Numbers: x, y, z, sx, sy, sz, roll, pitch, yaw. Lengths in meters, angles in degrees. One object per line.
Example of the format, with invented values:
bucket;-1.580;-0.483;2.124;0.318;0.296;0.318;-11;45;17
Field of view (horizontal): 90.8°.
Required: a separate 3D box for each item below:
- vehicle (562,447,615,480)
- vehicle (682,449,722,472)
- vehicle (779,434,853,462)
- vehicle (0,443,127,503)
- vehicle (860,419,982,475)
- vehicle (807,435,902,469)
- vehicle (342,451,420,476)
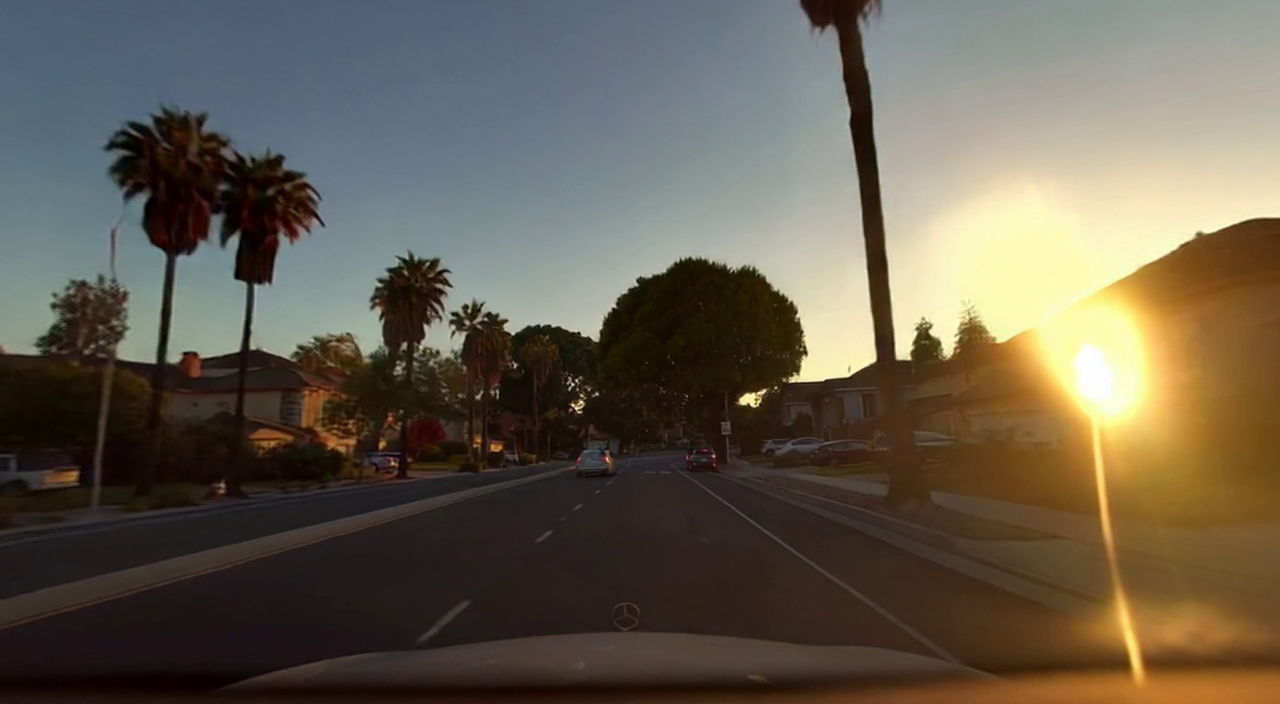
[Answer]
vehicle;-2.377;5.271;30.153;2.035;1.474;4.284;0;-9;2
vehicle;4.127;7.295;42.610;2.025;1.456;4.865;1;-9;-2
vehicle;12.436;6.865;45.023;4.710;1.731;1.972;-4;-10;7
vehicle;-21.073;4.084;21.593;4.942;1.932;2.247;1;-9;-4
vehicle;11.343;3.811;25.488;4.531;1.864;2.037;0;-10;-31
vehicle;11.714;5.475;34.712;4.454;1.499;1.821;-3;-9;-3
vehicle;-19.493;8.408;47.696;4.992;1.779;1.928;0;-9;3
